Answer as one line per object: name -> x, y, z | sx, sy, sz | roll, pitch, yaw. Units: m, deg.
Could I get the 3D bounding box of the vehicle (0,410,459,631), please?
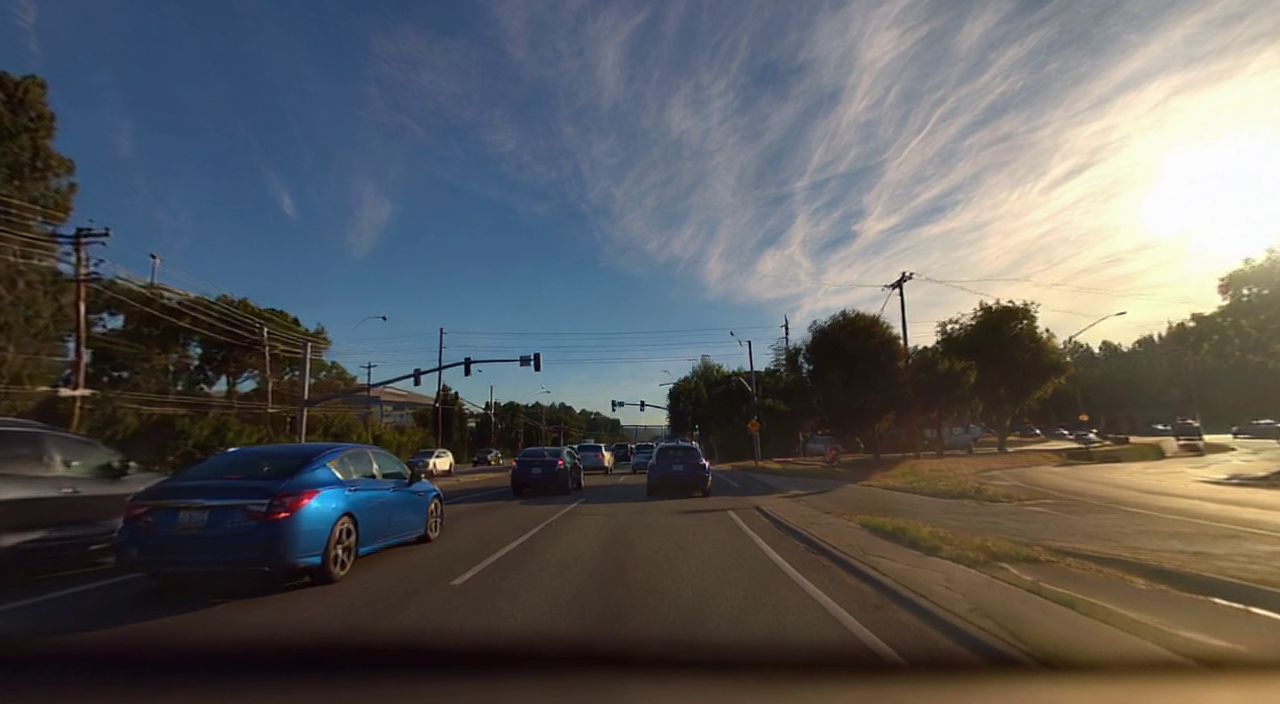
vehicle -> -3.755, 1.593, 6.999 | 2.018, 1.621, 4.441 | 0, -9, 2

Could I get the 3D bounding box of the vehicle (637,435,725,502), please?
vehicle -> 1.121, 3.256, 18.014 | 2.205, 1.691, 3.937 | -1, -9, 2

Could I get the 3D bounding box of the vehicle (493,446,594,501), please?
vehicle -> -2.740, 3.570, 18.984 | 2.105, 1.436, 4.311 | -1, -9, 4

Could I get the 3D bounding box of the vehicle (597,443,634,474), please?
vehicle -> -1.472, 6.546, 38.889 | 1.788, 1.773, 3.731 | -1, -9, 5
